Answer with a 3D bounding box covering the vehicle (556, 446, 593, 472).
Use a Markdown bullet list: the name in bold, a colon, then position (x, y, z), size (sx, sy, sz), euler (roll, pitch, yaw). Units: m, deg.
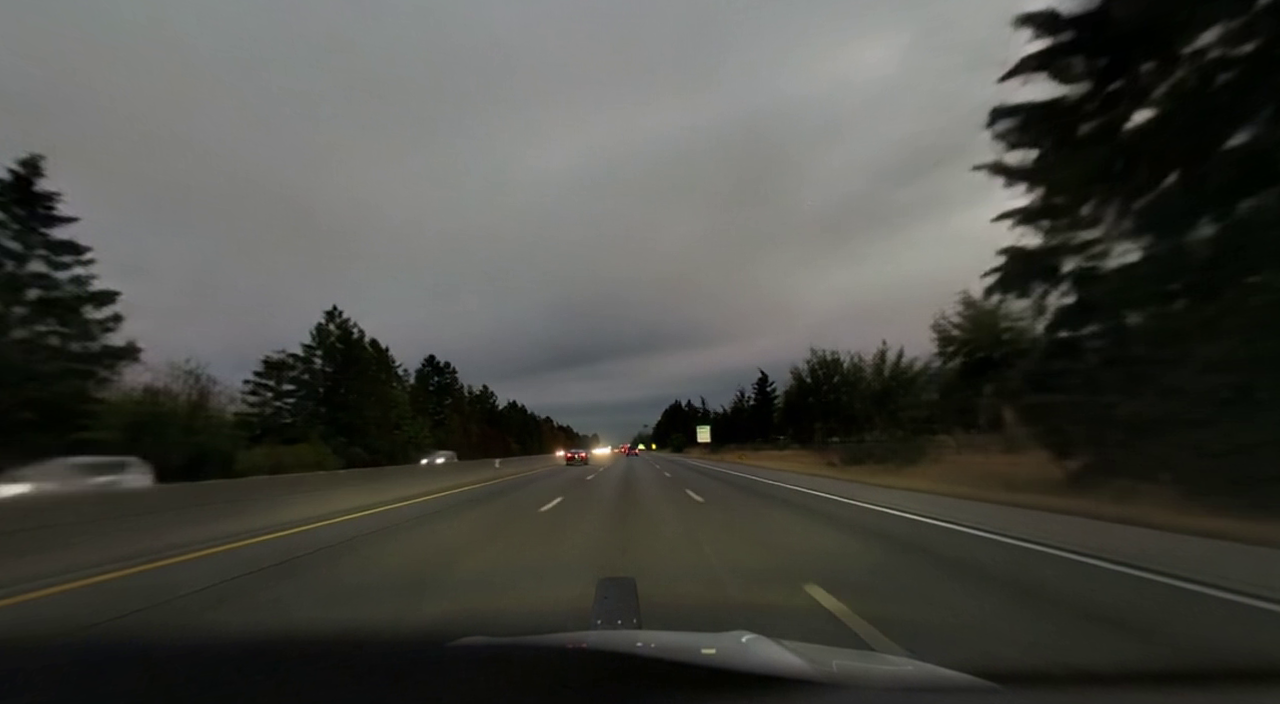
- **vehicle**: position (-4.042, 6.710, 39.591), size (1.970, 1.492, 3.944), euler (0, -9, -1)
